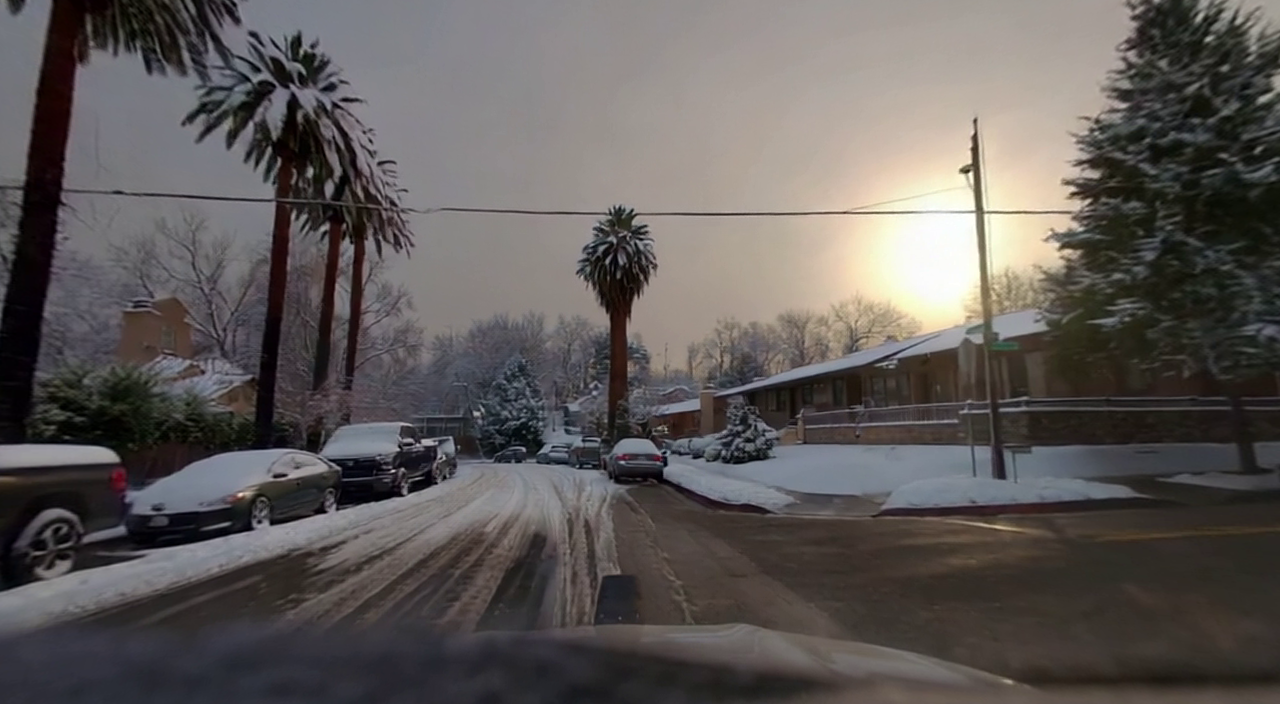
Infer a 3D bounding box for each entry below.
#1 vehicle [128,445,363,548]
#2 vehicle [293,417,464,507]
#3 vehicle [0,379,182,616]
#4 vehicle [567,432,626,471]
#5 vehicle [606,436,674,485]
[{"bbox_3d":[-7.098,2.565,11.977,1.875,1.585,4.184,0,-8,-3],"label":"vehicle"},{"bbox_3d":[-7.317,3.180,18.714,2.624,2.178,6.522,1,-8,-4],"label":"vehicle"},{"bbox_3d":[-7.147,1.213,4.930,2.556,2.156,6.159,0,-8,-2],"label":"vehicle"},{"bbox_3d":[-2.506,5.491,35.011,2.139,1.997,4.864,3,-9,-17],"label":"vehicle"},{"bbox_3d":[-0.109,4.042,23.838,2.076,1.658,4.604,1,-8,-6],"label":"vehicle"}]
